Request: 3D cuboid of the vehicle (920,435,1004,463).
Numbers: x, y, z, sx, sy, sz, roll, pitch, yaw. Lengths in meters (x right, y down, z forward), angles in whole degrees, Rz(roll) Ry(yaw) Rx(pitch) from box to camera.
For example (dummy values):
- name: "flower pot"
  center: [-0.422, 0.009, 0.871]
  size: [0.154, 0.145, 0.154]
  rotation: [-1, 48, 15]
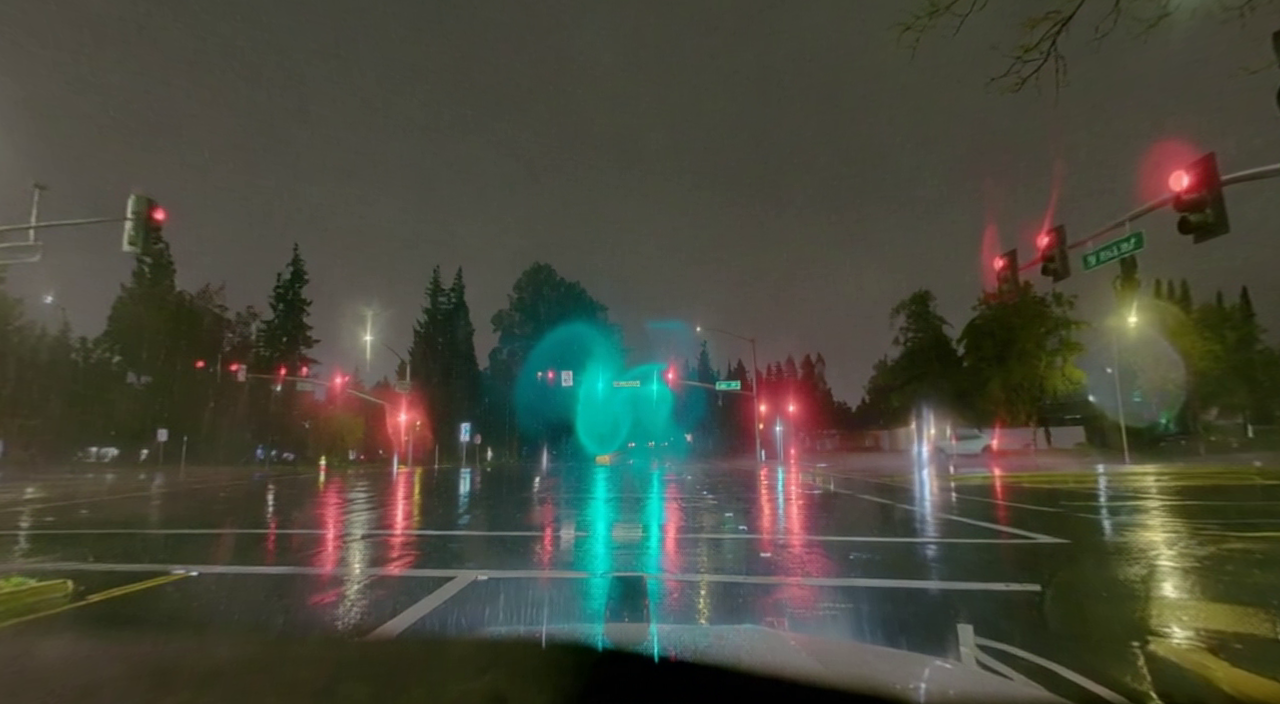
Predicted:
- name: "vehicle"
  center: [17.766, 5.389, 34.949]
  size: [3.952, 1.468, 1.768]
  rotation: [-4, -9, 22]
